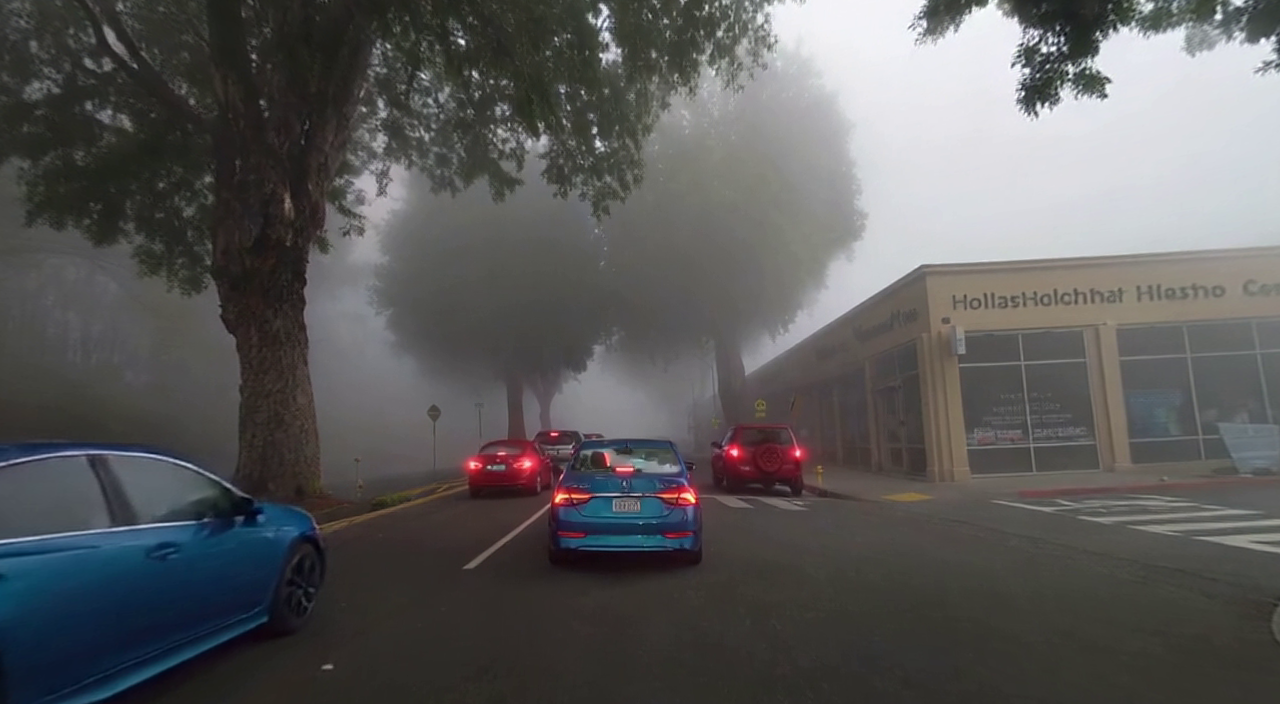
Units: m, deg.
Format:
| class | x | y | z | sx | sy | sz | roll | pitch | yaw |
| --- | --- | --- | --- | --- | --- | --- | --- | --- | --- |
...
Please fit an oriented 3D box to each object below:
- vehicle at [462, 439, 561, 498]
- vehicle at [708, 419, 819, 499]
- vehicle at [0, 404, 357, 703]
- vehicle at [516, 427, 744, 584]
| class | x | y | z | sx | sy | sz | roll | pitch | yaw |
| --- | --- | --- | --- | --- | --- | --- | --- | --- | --- |
| vehicle | -3.484 | 3.237 | 17.898 | 1.905 | 1.473 | 4.016 | 0 | -9 | 1 |
| vehicle | 3.329 | 3.018 | 18.071 | 2.152 | 1.987 | 4.527 | 0 | -9 | -2 |
| vehicle | -3.356 | 1.012 | 2.868 | 2.029 | 1.456 | 4.414 | 0 | -9 | 1 |
| vehicle | -0.115 | 1.769 | 8.091 | 2.160 | 1.482 | 4.037 | 0 | -9 | -1 |
